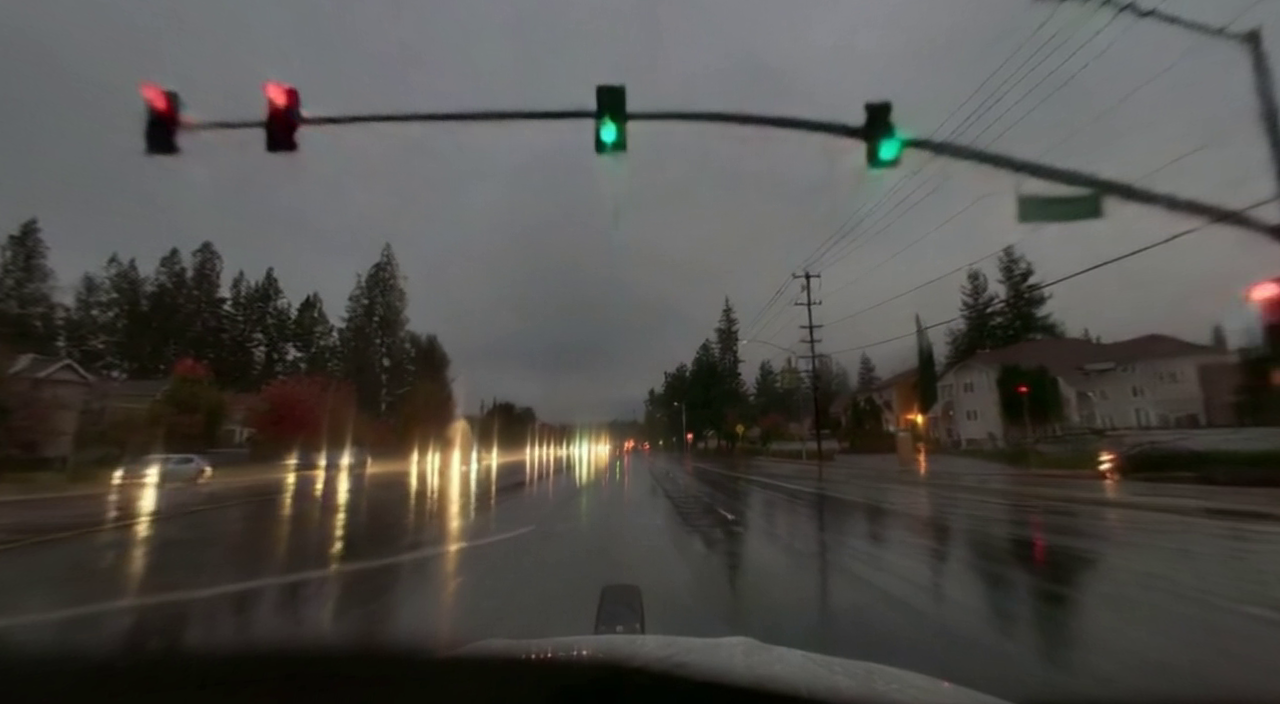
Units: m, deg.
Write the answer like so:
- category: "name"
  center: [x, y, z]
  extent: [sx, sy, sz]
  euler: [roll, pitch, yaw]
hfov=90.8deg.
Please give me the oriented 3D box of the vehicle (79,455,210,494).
- category: "vehicle"
  center: [-21.649, 5.345, 27.900]
  extent: [2.002, 1.489, 4.734]
  euler: [0, -9, -1]

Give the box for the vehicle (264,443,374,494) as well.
- category: "vehicle"
  center: [-11.848, 4.285, 23.708]
  extent: [1.912, 1.509, 4.425]
  euler: [-4, -7, -1]

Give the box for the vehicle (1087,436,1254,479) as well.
- category: "vehicle"
  center: [19.792, 3.925, 23.757]
  extent: [1.842, 1.454, 4.439]
  euler: [7, -11, -40]
